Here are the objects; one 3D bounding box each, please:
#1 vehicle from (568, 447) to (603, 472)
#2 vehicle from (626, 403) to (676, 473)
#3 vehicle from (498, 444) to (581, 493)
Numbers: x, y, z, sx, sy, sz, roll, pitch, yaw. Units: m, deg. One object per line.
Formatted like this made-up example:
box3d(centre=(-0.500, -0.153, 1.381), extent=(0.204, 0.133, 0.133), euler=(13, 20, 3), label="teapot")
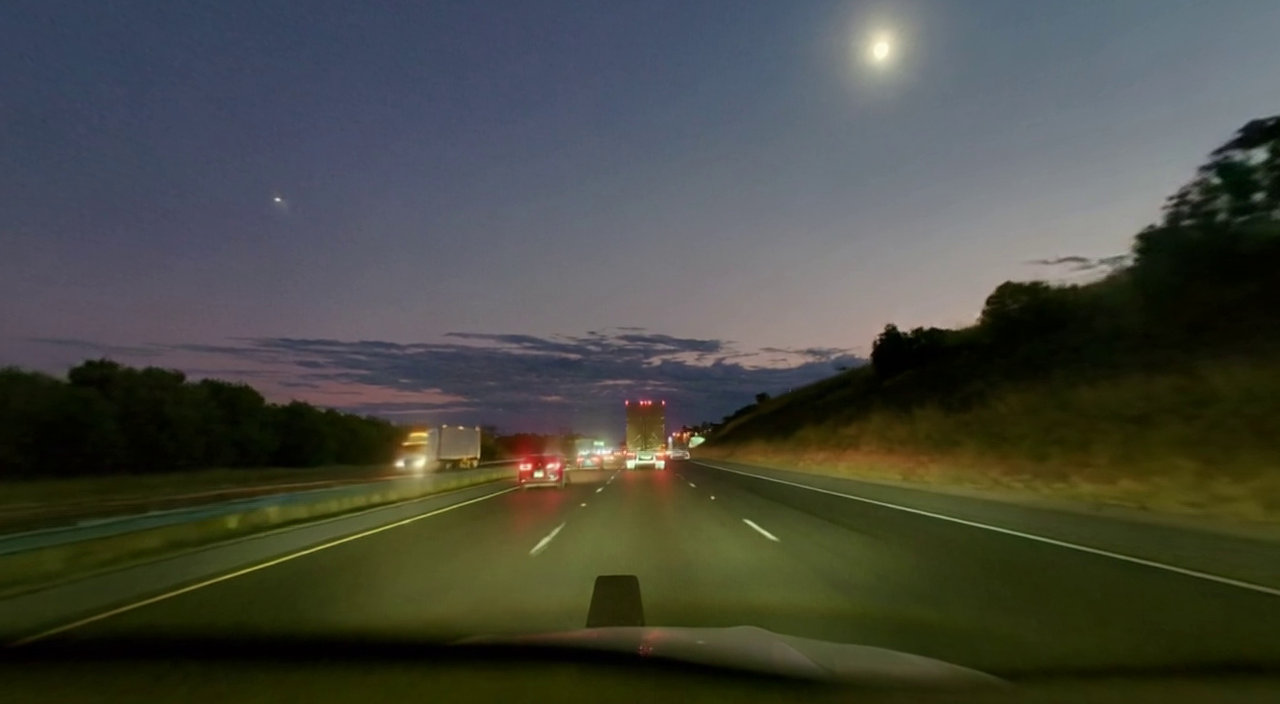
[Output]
box3d(centre=(-3.631, 7.238, 42.658), extent=(2.051, 1.537, 4.111), euler=(0, -9, 0), label="vehicle")
box3d(centre=(0.631, 5.893, 42.643), extent=(2.919, 4.048, 11.010), euler=(0, -9, 0), label="vehicle")
box3d(centre=(-3.336, 3.969, 21.843), extent=(2.053, 1.489, 4.740), euler=(0, -9, 1), label="vehicle")
